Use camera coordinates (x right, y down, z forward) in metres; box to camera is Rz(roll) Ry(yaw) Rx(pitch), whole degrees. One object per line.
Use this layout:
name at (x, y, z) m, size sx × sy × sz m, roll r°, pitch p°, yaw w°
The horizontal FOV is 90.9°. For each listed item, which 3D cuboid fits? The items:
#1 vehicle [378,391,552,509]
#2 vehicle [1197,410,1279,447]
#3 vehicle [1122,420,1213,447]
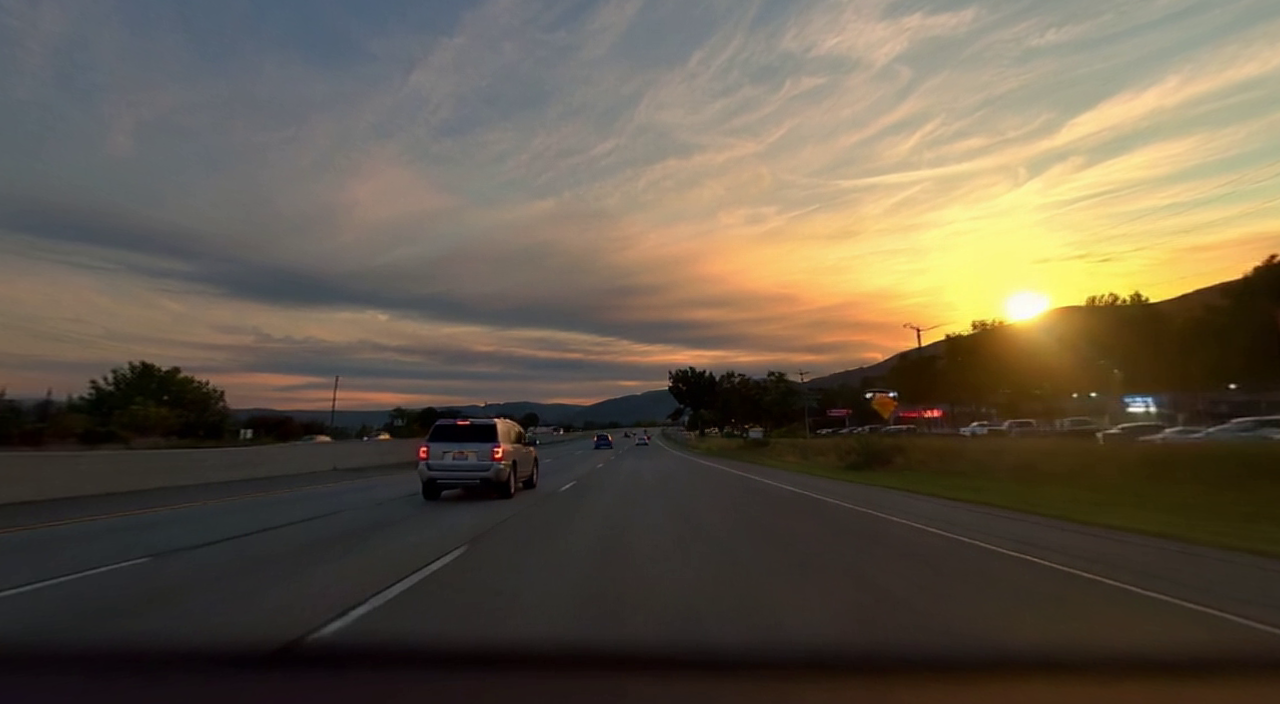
vehicle at (-3.699, 2.256, 14.819) m, size 2.352 × 2.209 × 5.802 m, roll 0°, pitch -8°, yaw 1°
vehicle at (35.217, 4.384, 35.789) m, size 5.502 × 2.016 × 2.220 m, roll 1°, pitch -8°, yaw -10°
vehicle at (34.459, 5.349, 41.236) m, size 4.460 × 1.688 × 2.039 m, roll 1°, pitch -8°, yaw -11°
